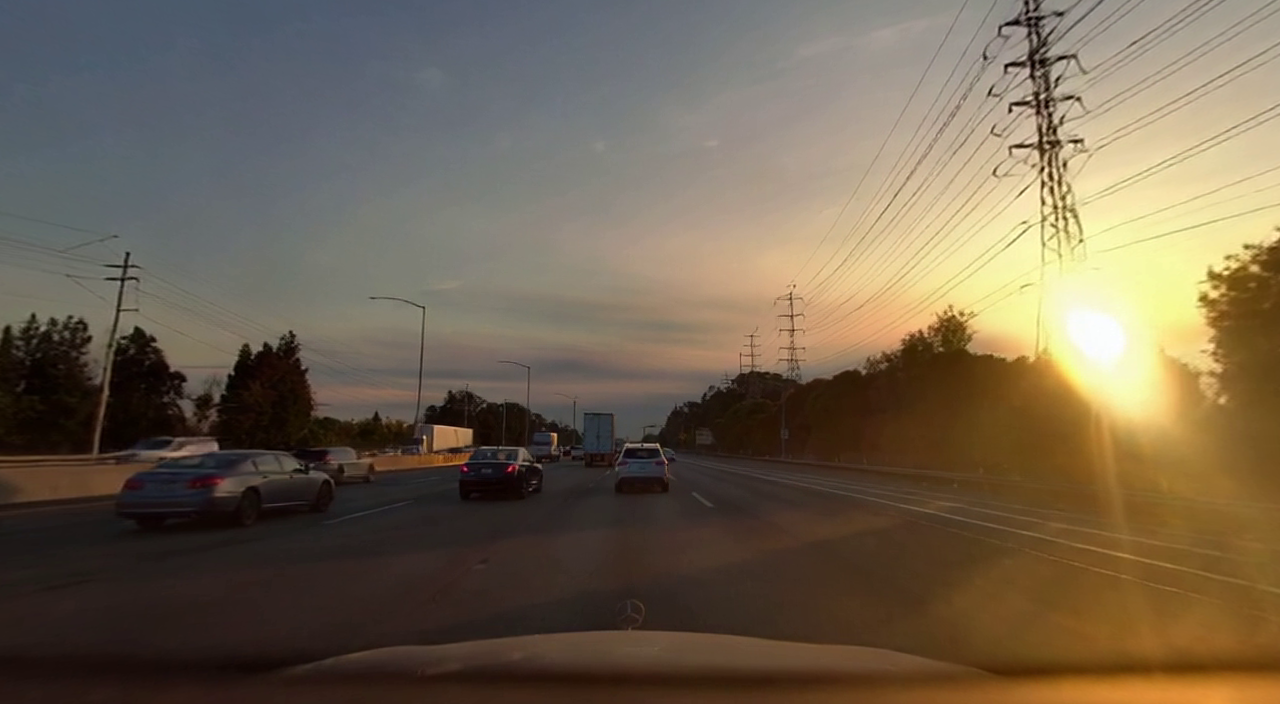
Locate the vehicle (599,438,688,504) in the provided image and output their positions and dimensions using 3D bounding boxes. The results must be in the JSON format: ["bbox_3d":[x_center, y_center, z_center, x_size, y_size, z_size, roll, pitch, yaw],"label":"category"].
[{"bbox_3d":[0.012,3.062,16.699,2.018,1.470,4.491,0,-9,-2],"label":"vehicle"}]

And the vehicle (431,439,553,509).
[{"bbox_3d":[-3.442,2.905,15.523,1.912,1.464,4.115,0,-9,1],"label":"vehicle"}]

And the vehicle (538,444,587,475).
[{"bbox_3d":[-3.834,5.377,31.734,2.013,1.437,3.801,0,-9,0],"label":"vehicle"}]

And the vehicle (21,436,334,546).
[{"bbox_3d":[-7.305,2.204,10.741,1.867,1.445,4.499,0,-9,1],"label":"vehicle"}]
